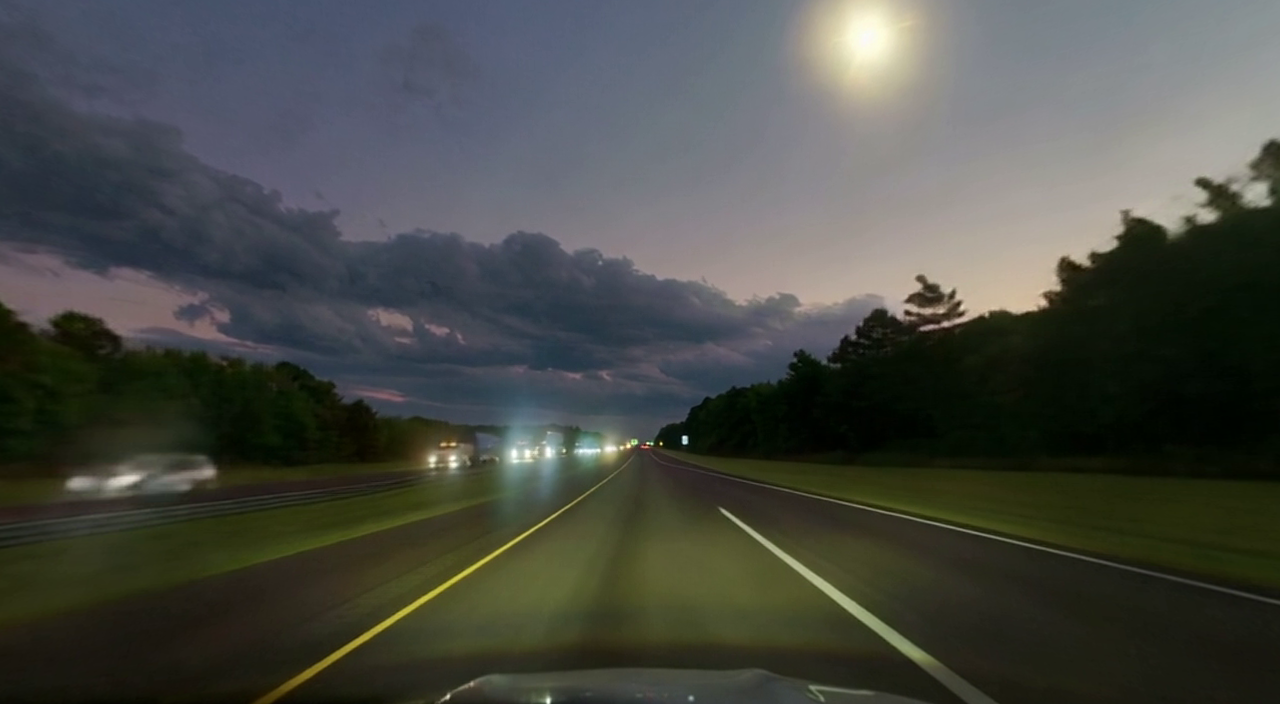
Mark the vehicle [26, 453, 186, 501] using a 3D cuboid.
[{"bbox_3d":[-18.797,4.392,22.508,1.861,1.480,4.413,0,-9,0],"label":"vehicle"}]
